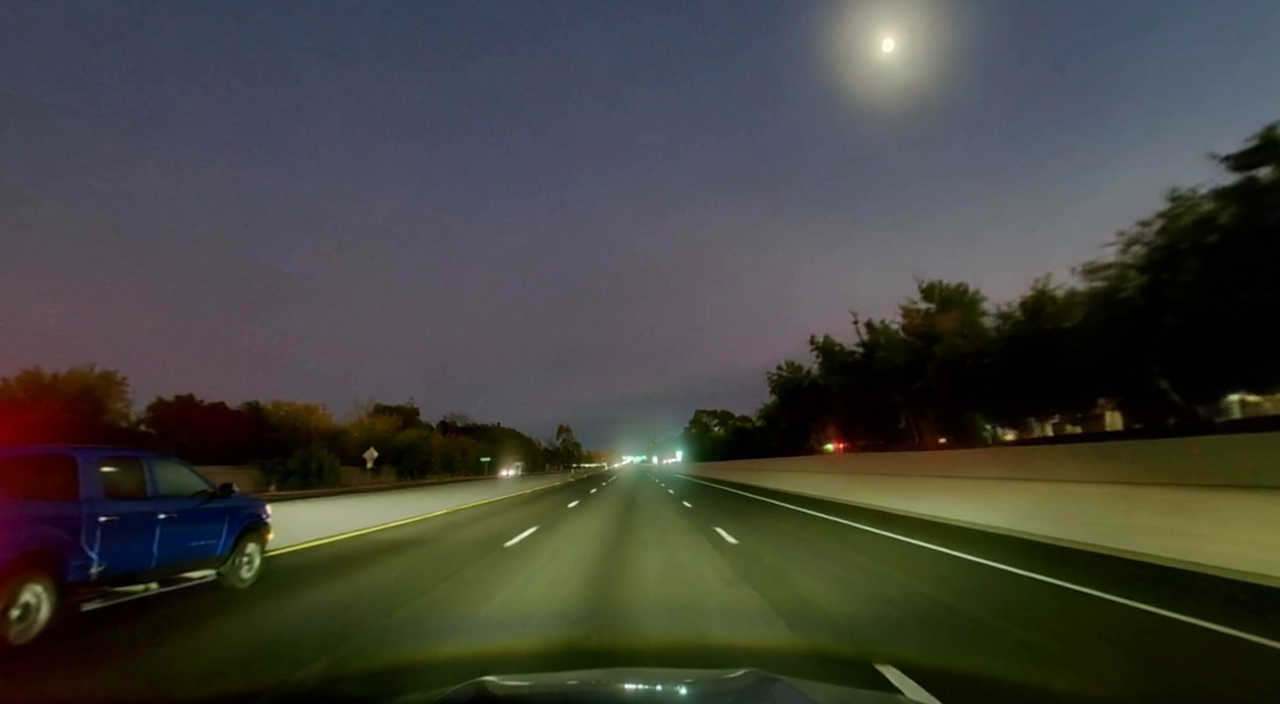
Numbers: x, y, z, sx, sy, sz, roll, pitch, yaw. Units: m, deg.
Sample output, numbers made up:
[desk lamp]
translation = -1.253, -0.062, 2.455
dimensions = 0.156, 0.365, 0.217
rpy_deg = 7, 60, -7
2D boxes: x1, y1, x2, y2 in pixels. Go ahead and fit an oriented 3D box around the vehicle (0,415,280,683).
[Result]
[vehicle]
translation = -4.666, 1.264, 4.363
dimensions = 1.914, 1.534, 4.015
rpy_deg = 1, -10, 0
